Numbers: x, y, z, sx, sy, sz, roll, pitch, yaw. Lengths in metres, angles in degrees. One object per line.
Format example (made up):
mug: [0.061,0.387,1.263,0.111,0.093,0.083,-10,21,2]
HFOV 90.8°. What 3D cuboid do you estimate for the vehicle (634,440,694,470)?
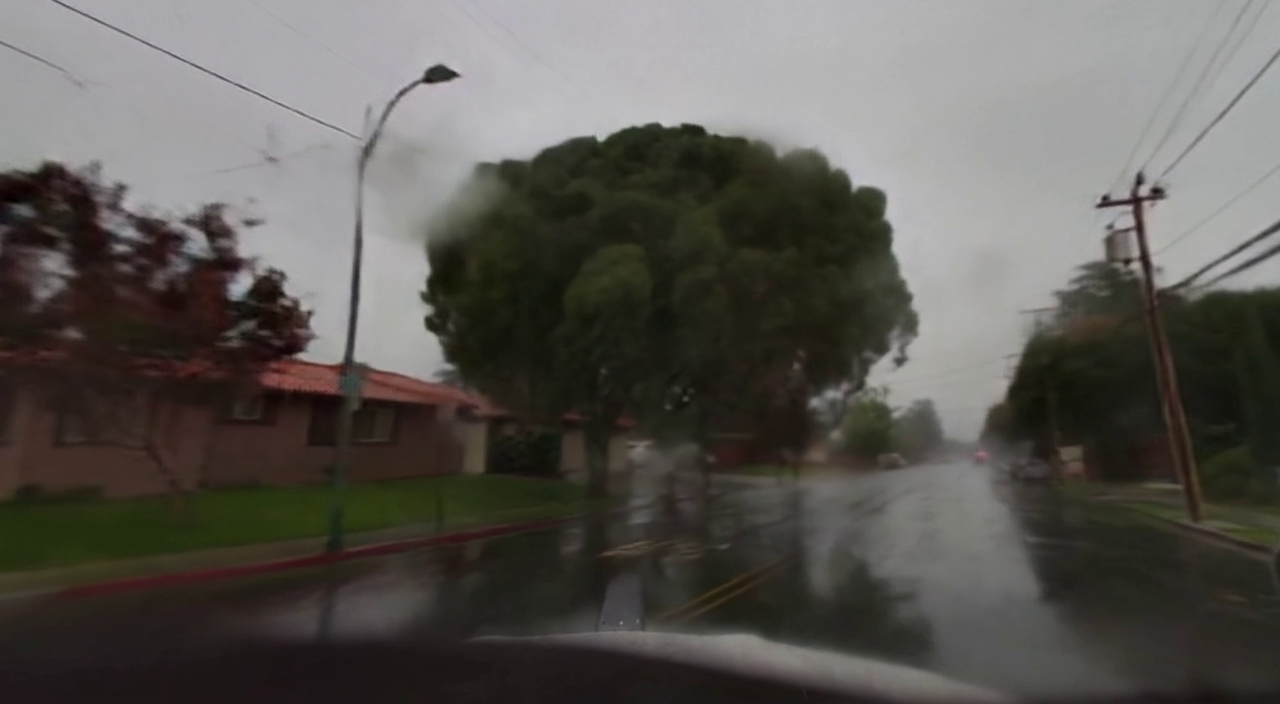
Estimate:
vehicle: [1.687,6.774,41.385,2.034,1.829,5.161,-4,-11,25]

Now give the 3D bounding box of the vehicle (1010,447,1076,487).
vehicle: [21.376,6.053,33.713,2.114,1.858,5.144,-3,-9,24]
